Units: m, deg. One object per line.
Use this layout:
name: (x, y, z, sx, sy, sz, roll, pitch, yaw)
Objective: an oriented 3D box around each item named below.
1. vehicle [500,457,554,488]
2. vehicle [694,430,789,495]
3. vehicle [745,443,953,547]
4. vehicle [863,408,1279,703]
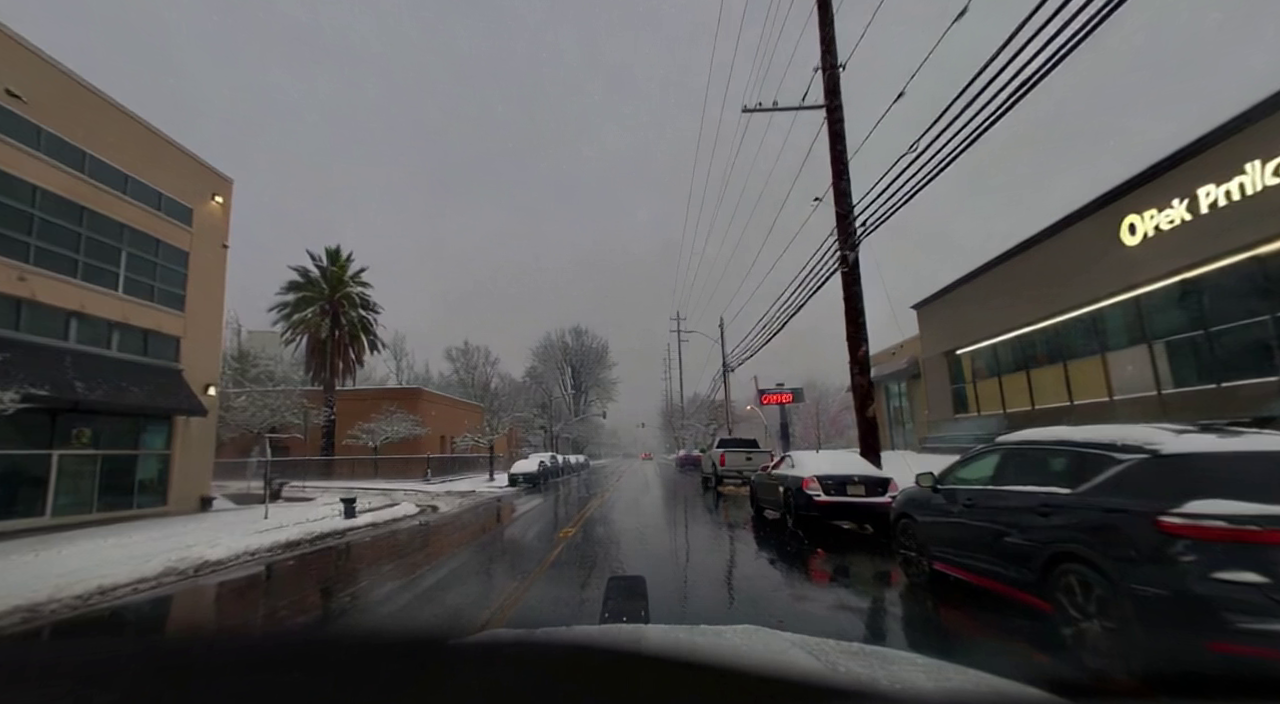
vehicle: (-6.001, 6.435, 34.030, 1.982, 1.453, 4.577, 0, -8, 1)
vehicle: (3.632, 4.134, 24.021, 2.485, 2.123, 6.029, 0, -8, -1)
vehicle: (3.530, 2.490, 11.844, 2.060, 1.513, 4.741, 0, -8, -3)
vehicle: (3.672, 1.346, 4.921, 1.961, 1.546, 4.857, 0, -8, -2)
